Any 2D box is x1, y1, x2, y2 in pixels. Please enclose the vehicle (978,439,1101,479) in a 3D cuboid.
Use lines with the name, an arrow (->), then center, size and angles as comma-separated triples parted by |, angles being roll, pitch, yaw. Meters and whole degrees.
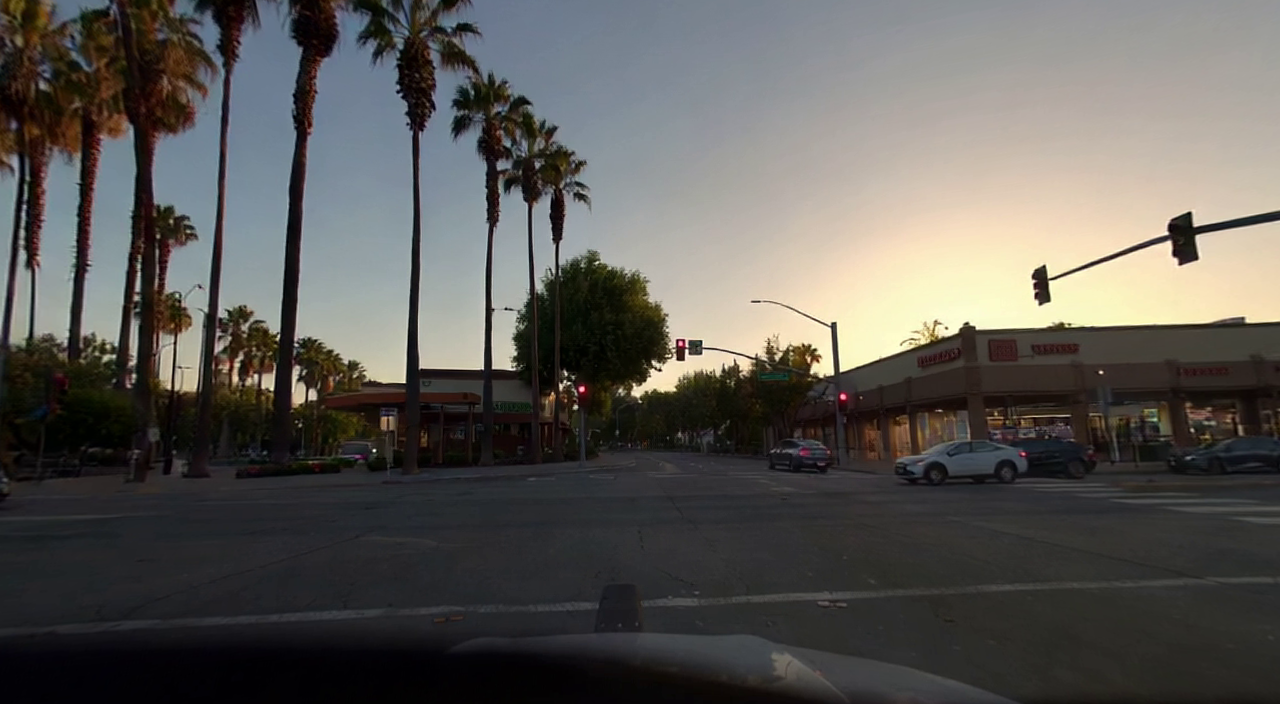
vehicle -> 16.575, 4.431, 26.318 | 3.826, 1.572, 1.890 | -2, -9, 13

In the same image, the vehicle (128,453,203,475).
vehicle -> -37.199, 8.799, 49.558 | 2.160, 1.565, 4.868 | 0, -8, -1

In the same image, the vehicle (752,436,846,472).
vehicle -> 7.902, 5.115, 31.748 | 1.867, 1.653, 4.596 | 5, -10, -30

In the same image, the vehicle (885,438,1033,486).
vehicle -> 10.724, 3.699, 21.348 | 4.035, 1.512, 1.828 | 1, -9, -6
